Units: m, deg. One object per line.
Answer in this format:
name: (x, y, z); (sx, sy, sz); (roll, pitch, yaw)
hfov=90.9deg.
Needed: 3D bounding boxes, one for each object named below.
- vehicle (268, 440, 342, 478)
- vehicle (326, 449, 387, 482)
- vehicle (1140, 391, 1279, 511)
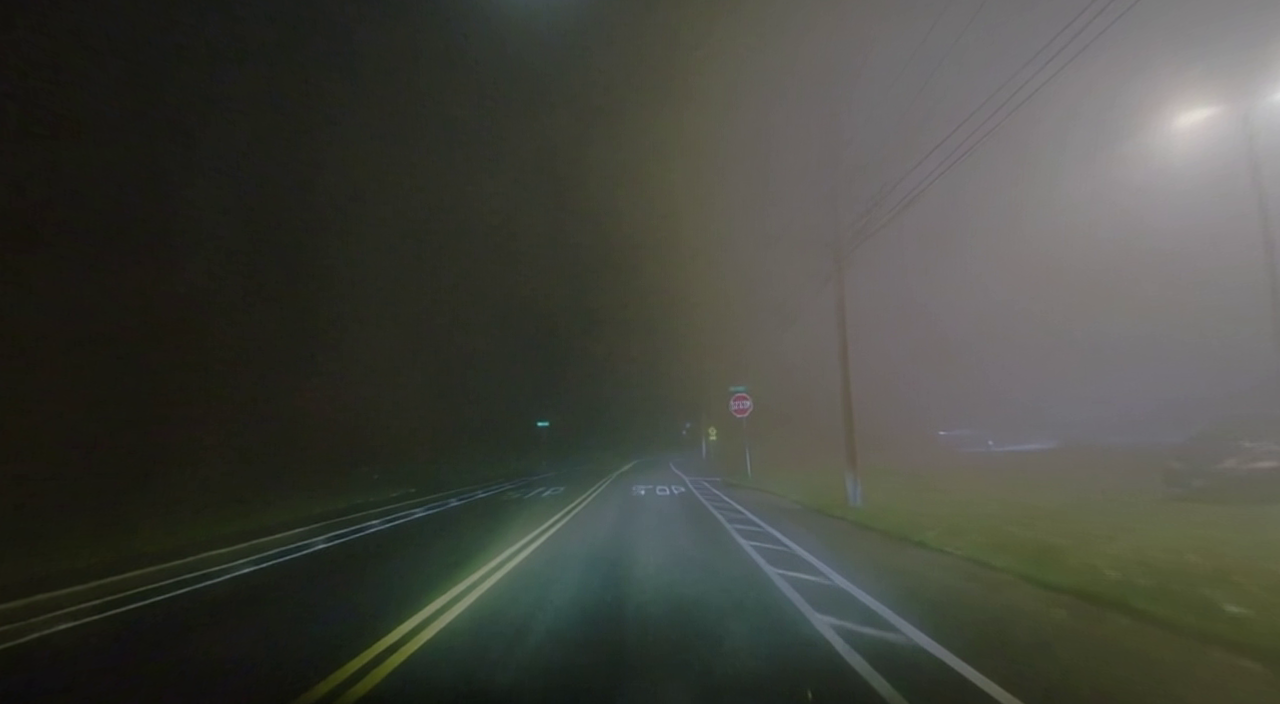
vehicle: (-17.729, 5.714, 33.594); (1.849, 1.831, 3.980); (-1, -10, -2)
vehicle: (-14.546, 5.808, 32.536); (1.739, 1.539, 3.548); (0, -8, -5)
vehicle: (11.187, 1.706, 11.030); (4.013, 1.786, 1.987); (3, -9, -23)
